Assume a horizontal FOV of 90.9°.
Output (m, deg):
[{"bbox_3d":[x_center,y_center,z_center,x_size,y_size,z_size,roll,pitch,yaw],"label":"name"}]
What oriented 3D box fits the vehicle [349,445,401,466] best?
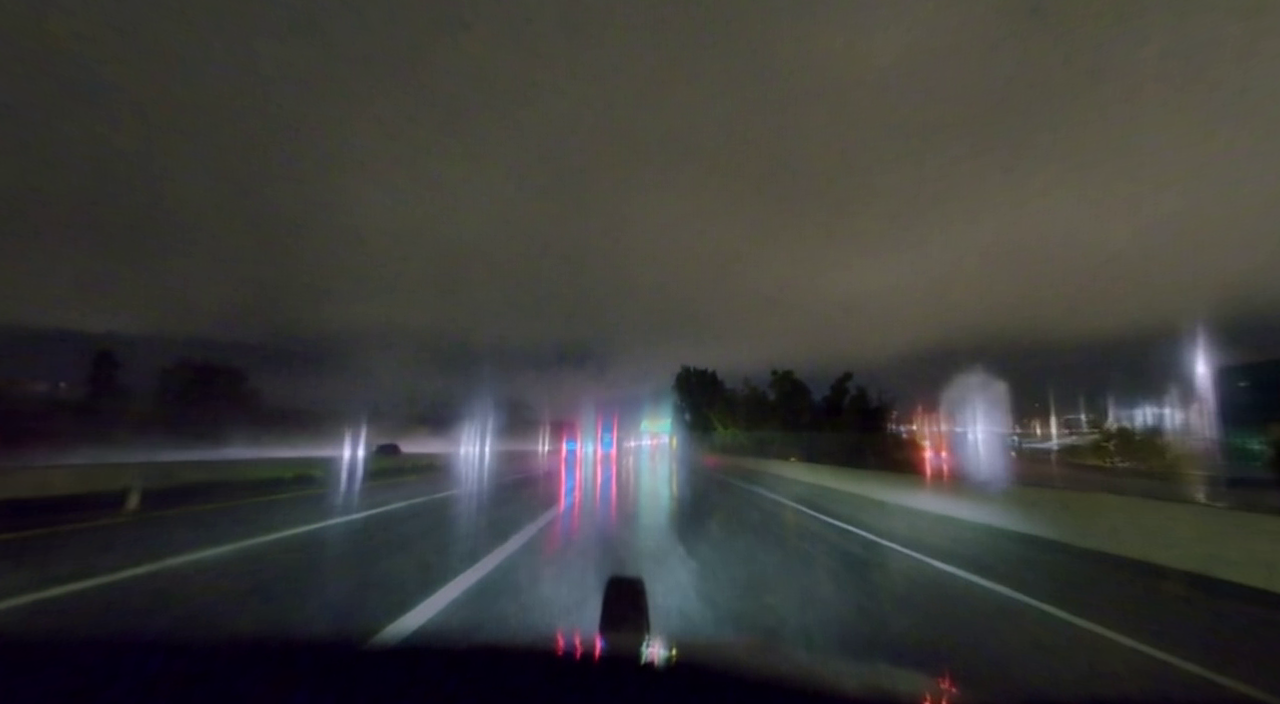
[{"bbox_3d":[-18.823,7.349,44.939,2.027,1.411,3.768,0,-8,2],"label":"vehicle"}]
